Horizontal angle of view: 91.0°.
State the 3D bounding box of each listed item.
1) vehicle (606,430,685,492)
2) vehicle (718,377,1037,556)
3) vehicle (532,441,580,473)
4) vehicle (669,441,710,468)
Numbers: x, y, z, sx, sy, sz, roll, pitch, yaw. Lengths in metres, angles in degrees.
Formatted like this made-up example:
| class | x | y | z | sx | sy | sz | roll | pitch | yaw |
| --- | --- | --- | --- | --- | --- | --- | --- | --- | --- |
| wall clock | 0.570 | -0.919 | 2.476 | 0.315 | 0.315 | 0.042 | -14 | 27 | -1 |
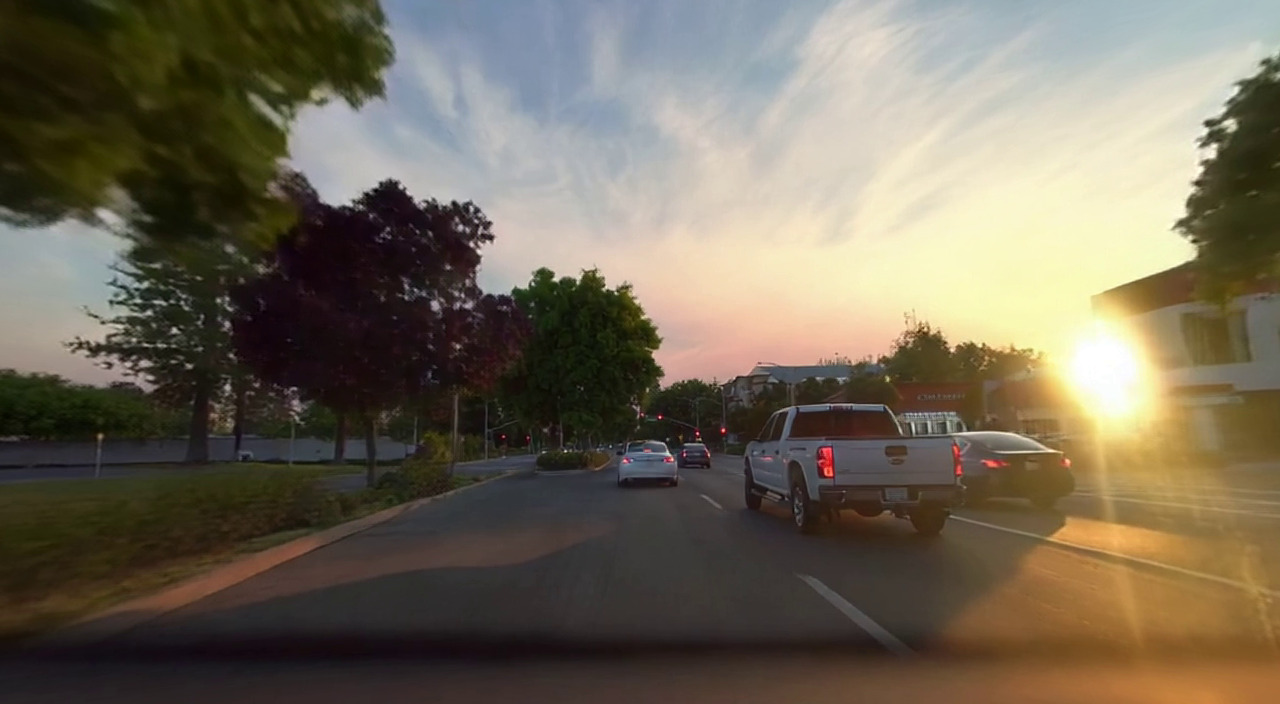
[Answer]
| class | x | y | z | sx | sy | sz | roll | pitch | yaw |
| --- | --- | --- | --- | --- | --- | --- | --- | --- | --- |
| vehicle | 0.099 | 3.248 | 19.080 | 2.145 | 1.650 | 4.021 | 0 | -8 | -1 |
| vehicle | 3.192 | 1.796 | 10.515 | 2.731 | 2.101 | 6.047 | 0 | -9 | -3 |
| vehicle | -4.059 | 5.130 | 31.029 | 1.960 | 1.475 | 4.161 | 0 | -9 | -3 |
| vehicle | 2.836 | 5.998 | 37.073 | 1.970 | 1.464 | 4.249 | 0 | -9 | -1 |
